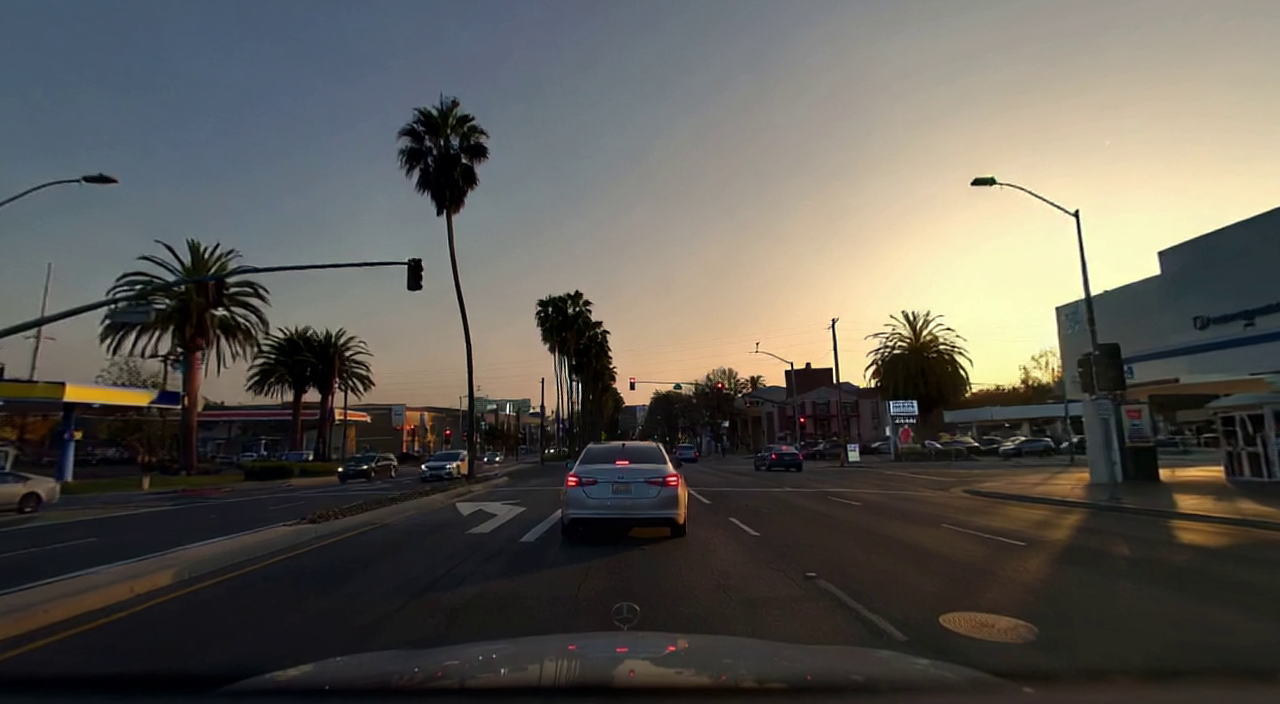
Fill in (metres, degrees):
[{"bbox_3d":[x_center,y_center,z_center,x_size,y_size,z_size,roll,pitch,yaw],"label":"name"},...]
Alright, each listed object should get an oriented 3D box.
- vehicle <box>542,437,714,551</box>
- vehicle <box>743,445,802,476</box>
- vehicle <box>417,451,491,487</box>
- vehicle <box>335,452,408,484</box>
[{"bbox_3d":[-0.234,2.223,10.691,2.270,1.475,4.571,0,-8,-2],"label":"vehicle"},{"bbox_3d":[6.802,5.608,32.941,2.017,1.491,4.420,0,-8,-1],"label":"vehicle"},{"bbox_3d":[-8.283,5.218,28.574,1.904,1.450,4.689,0,-8,0],"label":"vehicle"},{"bbox_3d":[-15.258,6.595,36.221,2.120,1.629,4.686,0,-8,0],"label":"vehicle"}]
